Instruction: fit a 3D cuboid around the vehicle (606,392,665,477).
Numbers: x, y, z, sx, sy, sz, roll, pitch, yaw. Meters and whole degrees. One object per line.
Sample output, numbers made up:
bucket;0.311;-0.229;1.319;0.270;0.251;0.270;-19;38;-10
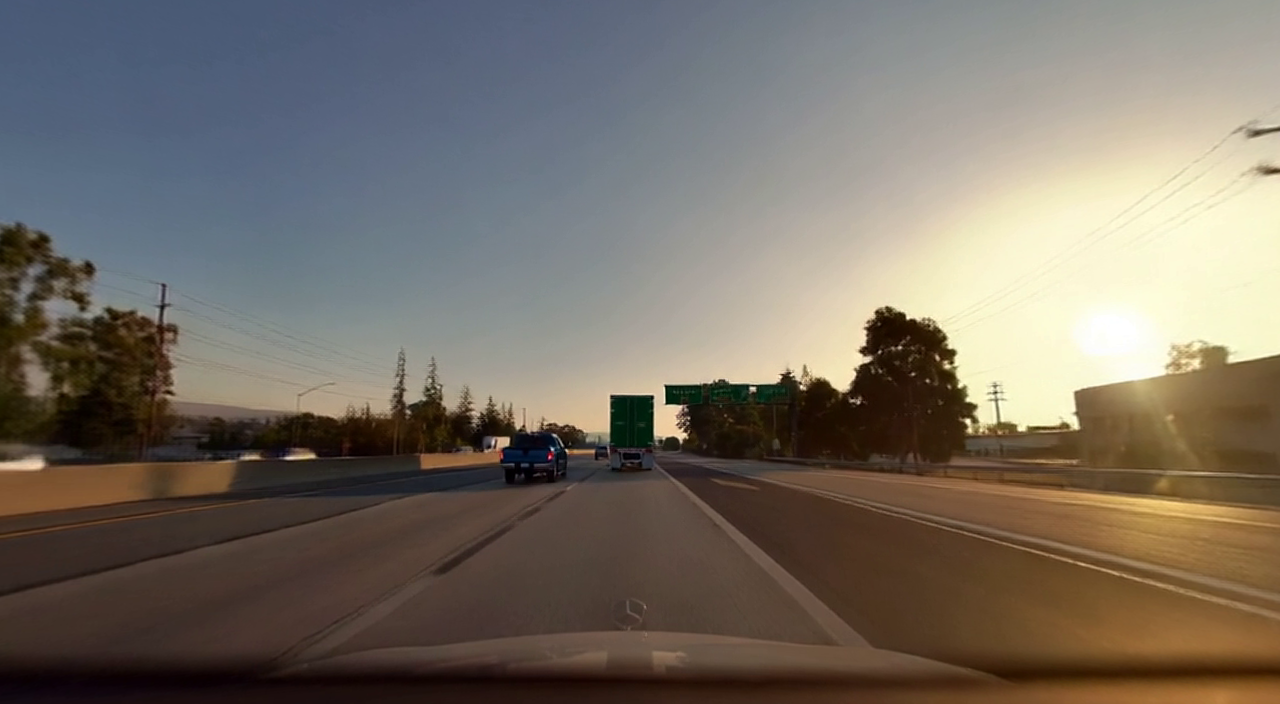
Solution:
vehicle;-0.250;4.968;37.288;2.879;4.085;13.125;0;-8;0

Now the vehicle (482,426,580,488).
vehicle;-4.096;4.125;25.196;2.749;2.141;6.515;0;-8;0
